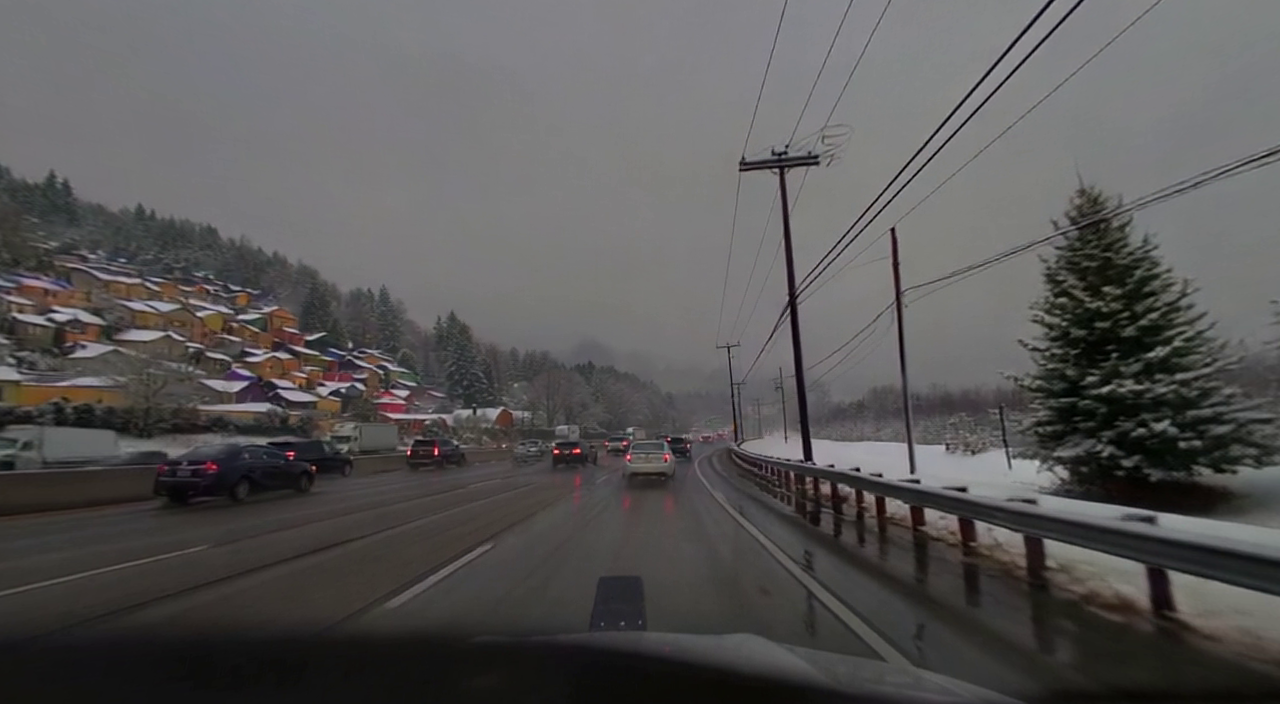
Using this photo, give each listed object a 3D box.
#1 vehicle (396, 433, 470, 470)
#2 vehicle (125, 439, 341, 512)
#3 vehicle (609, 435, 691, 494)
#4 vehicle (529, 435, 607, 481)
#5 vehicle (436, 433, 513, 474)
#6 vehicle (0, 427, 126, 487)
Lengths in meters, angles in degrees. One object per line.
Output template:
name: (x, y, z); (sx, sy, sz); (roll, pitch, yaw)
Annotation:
vehicle: (-11.658, 5.657, 35.973); (2.105, 1.971, 4.868); (-1, -9, 7)
vehicle: (-9.508, 2.881, 15.304); (1.959, 1.469, 4.450); (-1, -8, 6)
vehicle: (0.364, 3.181, 18.238); (2.109, 1.495, 3.935); (-1, -8, 3)
vehicle: (-2.698, 4.124, 24.840); (2.121, 1.639, 4.383); (-1, -8, 6)
vehicle: (-8.008, 4.949, 30.955); (2.080, 1.833, 4.461); (-1, -9, 7)
vehicle: (-22.236, 3.745, 22.683); (2.230, 1.990, 5.675); (-1, -9, 8)
